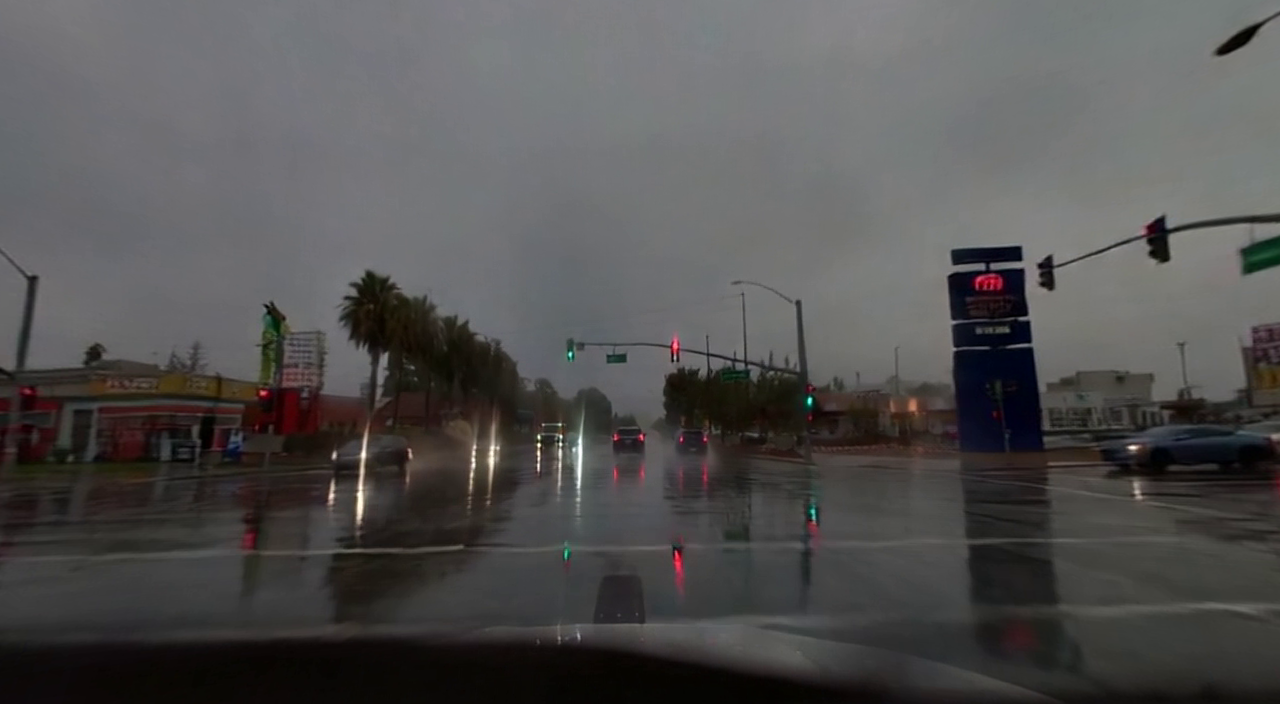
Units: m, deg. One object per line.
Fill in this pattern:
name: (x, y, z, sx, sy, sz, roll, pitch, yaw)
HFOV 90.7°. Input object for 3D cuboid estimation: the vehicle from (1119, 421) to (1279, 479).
vehicle: (18.610, 3.120, 20.330, 4.685, 1.704, 2.118, 0, -8, -2)

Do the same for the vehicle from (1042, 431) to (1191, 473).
vehicle: (19.329, 4.071, 25.815, 4.448, 1.611, 2.065, 1, -8, -4)

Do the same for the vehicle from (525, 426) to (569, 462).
vehicle: (-5.716, 5.742, 39.600, 2.072, 2.107, 4.723, 0, -8, -1)

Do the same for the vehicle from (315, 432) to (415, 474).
vehicle: (-13.353, 4.934, 31.243, 2.287, 1.874, 5.798, 0, -8, 0)

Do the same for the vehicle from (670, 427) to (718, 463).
vehicle: (3.039, 5.403, 36.967, 2.190, 1.913, 5.174, 0, -8, -2)

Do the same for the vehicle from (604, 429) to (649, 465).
vehicle: (-0.663, 4.896, 32.773, 2.177, 1.754, 3.815, 0, -8, 0)
